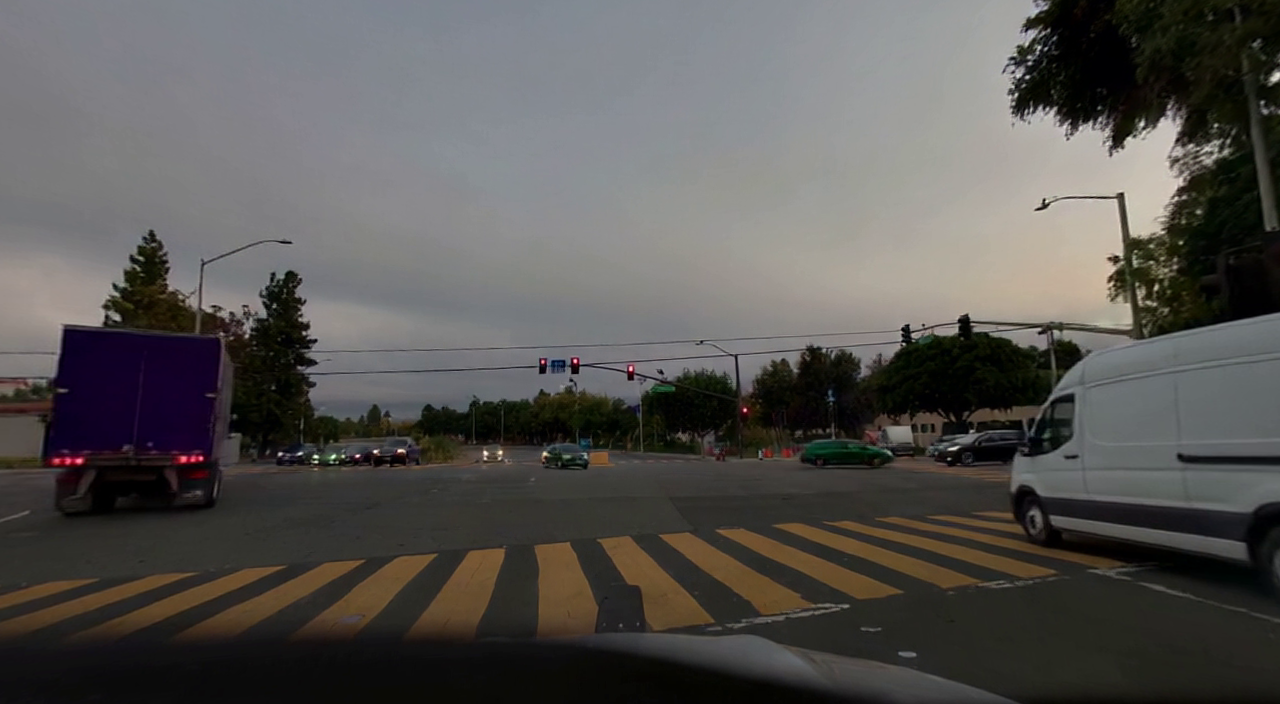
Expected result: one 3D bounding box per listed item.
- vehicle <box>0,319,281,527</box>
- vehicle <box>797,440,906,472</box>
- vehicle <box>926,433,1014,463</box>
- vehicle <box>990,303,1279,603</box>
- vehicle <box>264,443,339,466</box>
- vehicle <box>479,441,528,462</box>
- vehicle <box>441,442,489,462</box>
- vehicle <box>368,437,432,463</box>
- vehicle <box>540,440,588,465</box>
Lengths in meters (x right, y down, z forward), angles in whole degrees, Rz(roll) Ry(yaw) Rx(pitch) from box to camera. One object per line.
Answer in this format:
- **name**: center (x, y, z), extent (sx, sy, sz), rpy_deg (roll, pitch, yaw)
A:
- **vehicle**: center (-9.844, 1.589, 13.496), extent (3.112, 3.230, 6.726), rpy_deg (5, -9, -25)
- **vehicle**: center (9.812, 4.866, 29.604), extent (4.487, 1.415, 1.911), rpy_deg (-1, -9, 7)
- **vehicle**: center (20.051, 5.809, 38.294), extent (5.244, 1.717, 1.897), rpy_deg (4, -10, -26)
- **vehicle**: center (6.544, 1.065, 6.779), extent (2.332, 2.511, 5.326), rpy_deg (0, -9, -2)
- **vehicle**: center (-21.831, 6.640, 40.986), extent (1.859, 1.415, 4.591), rpy_deg (-1, -9, 8)
- **vehicle**: center (-10.148, 7.464, 47.384), extent (2.097, 1.484, 4.596), rpy_deg (-1, -9, 7)
- **vehicle**: center (-13.191, 7.595, 47.859), extent (1.845, 1.426, 4.289), rpy_deg (-1, -9, 8)
- **vehicle**: center (-17.384, 7.148, 46.005), extent (2.189, 1.753, 4.785), rpy_deg (-1, -9, 8)
- **vehicle**: center (-4.935, 6.428, 40.456), extent (2.086, 1.487, 4.846), rpy_deg (3, -9, -18)
